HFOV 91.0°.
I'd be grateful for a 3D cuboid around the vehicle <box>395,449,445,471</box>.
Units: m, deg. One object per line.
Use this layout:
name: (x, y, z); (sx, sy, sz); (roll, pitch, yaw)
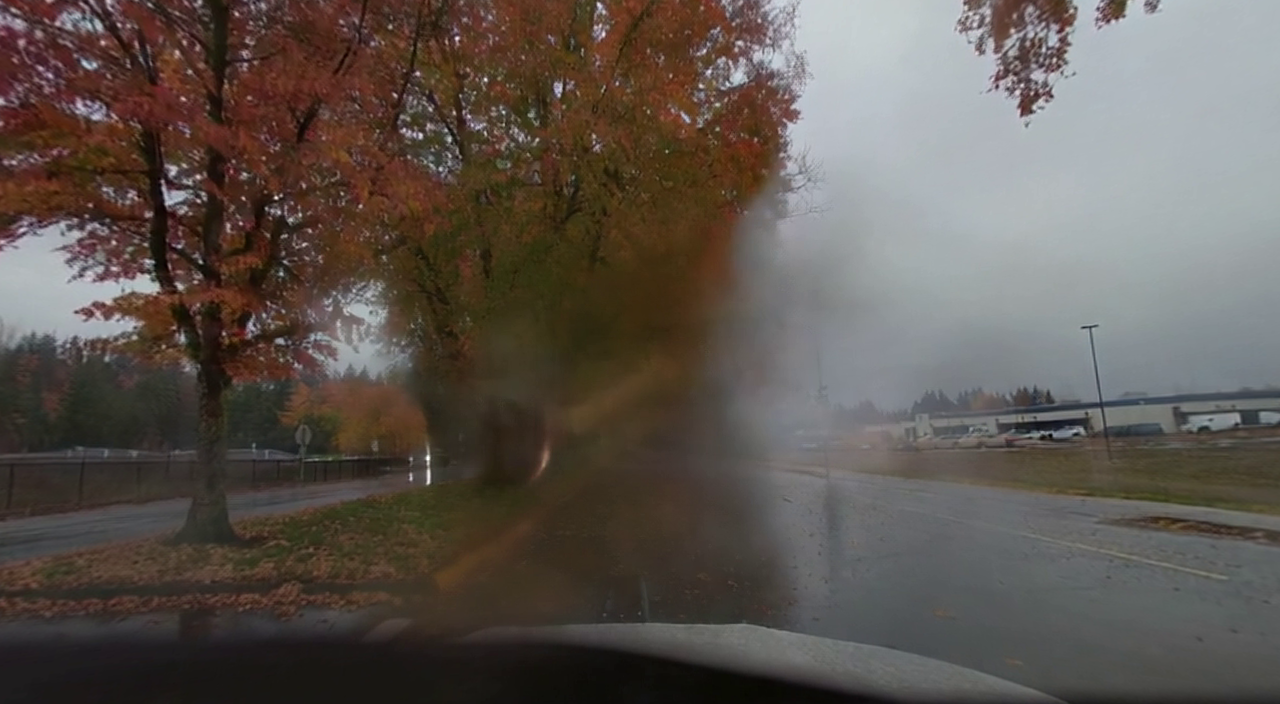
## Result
vehicle: (-17.272, 8.468, 49.711); (1.907, 1.644, 4.410); (-1, -9, 8)
